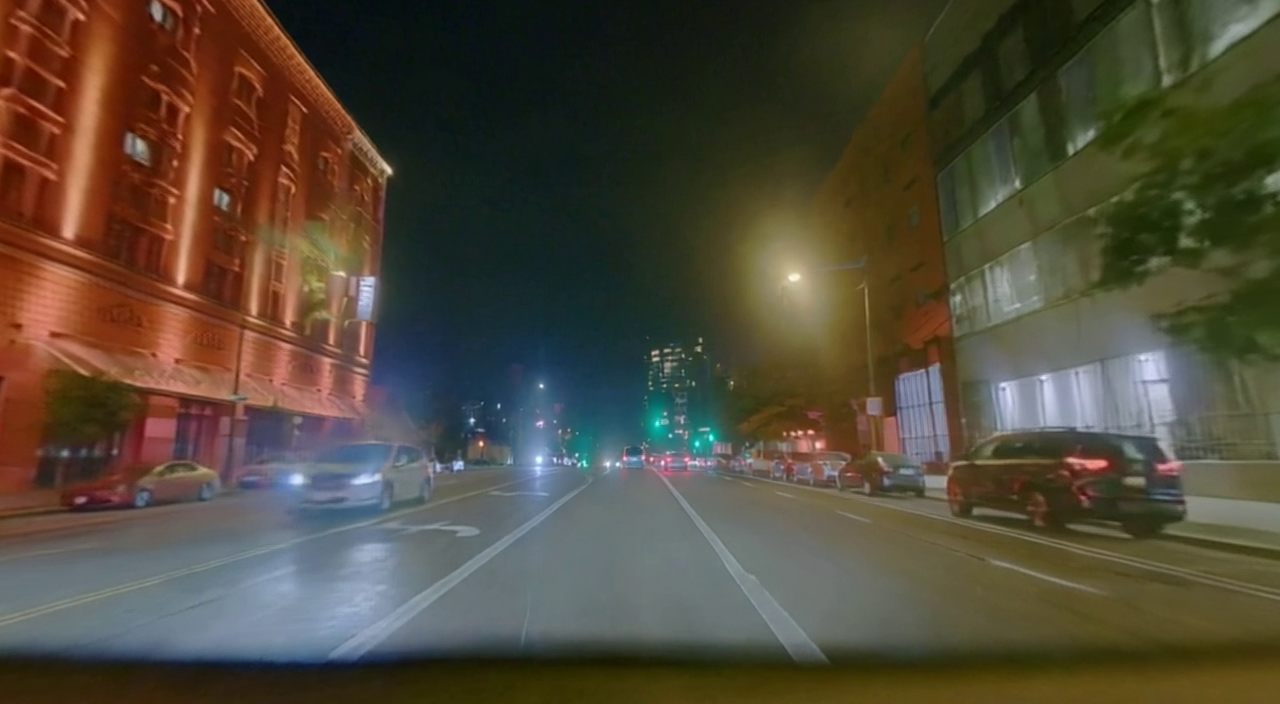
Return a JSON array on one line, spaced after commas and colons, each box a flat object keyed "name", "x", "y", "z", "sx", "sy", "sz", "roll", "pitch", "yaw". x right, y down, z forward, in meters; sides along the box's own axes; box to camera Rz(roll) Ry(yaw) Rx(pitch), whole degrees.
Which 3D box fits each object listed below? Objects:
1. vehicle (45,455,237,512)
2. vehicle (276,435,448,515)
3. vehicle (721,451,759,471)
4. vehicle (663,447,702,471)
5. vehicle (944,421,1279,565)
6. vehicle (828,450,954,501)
[{"name": "vehicle", "x": -14.929, "y": 3.909, "z": 19.354, "sx": 1.953, "sy": 1.456, "sz": 4.690, "roll": 0, "pitch": -9, "yaw": 2}, {"name": "vehicle", "x": -6.331, "y": 2.834, "z": 15.103, "sx": 2.048, "sy": 1.615, "sz": 4.453, "roll": 0, "pitch": -8, "yaw": 0}, {"name": "vehicle", "x": 7.828, "y": 8.572, "z": 49.942, "sx": 2.054, "sy": 1.455, "sz": 4.786, "roll": 0, "pitch": -9, "yaw": -2}, {"name": "vehicle", "x": 2.796, "y": 7.154, "z": 42.616, "sx": 2.238, "sy": 1.499, "sz": 4.964, "roll": 0, "pitch": -8, "yaw": -1}, {"name": "vehicle", "x": 7.971, "y": 2.365, "z": 11.437, "sx": 2.305, "sy": 1.984, "sz": 5.002, "roll": 0, "pitch": -9, "yaw": -1}, {"name": "vehicle", "x": 7.965, "y": 3.944, "z": 20.690, "sx": 2.030, "sy": 1.444, "sz": 4.832, "roll": 0, "pitch": -9, "yaw": -2}]
